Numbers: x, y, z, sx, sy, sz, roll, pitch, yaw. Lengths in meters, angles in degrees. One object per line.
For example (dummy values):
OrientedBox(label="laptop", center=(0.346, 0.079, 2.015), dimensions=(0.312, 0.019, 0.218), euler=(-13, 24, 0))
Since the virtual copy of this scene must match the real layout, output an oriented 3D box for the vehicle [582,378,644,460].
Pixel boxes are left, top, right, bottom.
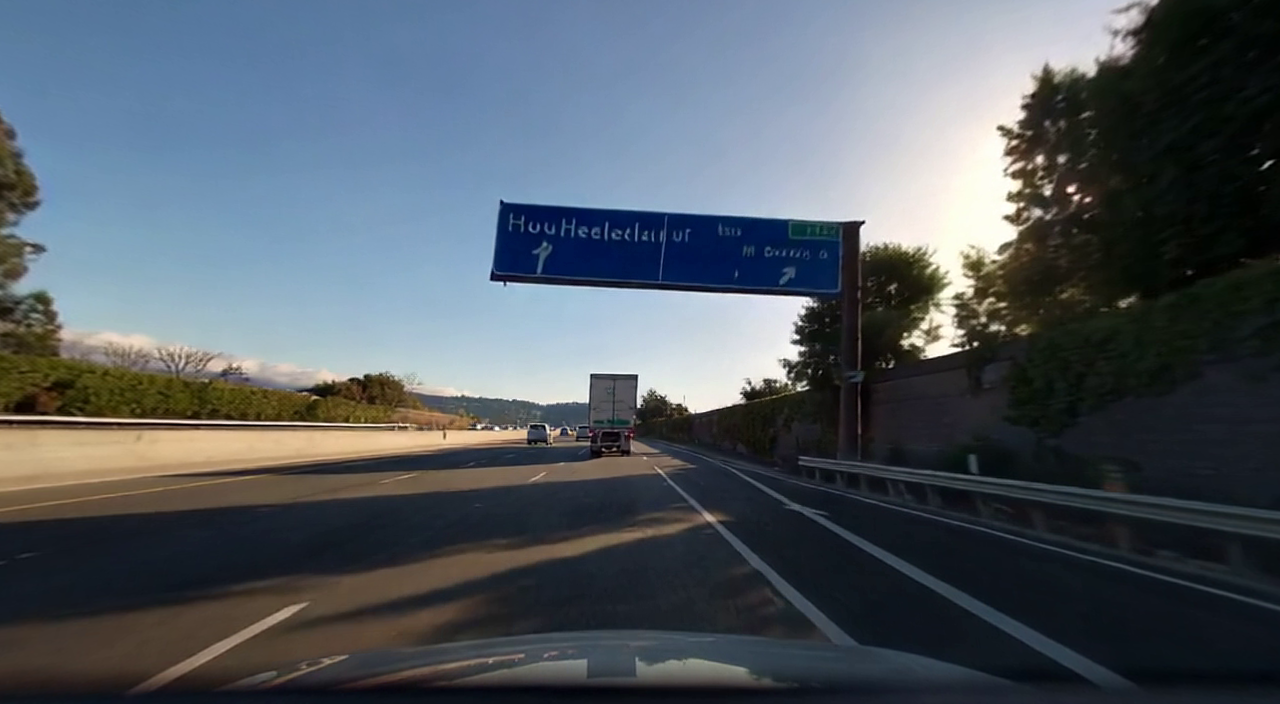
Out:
OrientedBox(label="vehicle", center=(-1.610, 4.096, 37.006), dimensions=(3.002, 3.987, 12.477), euler=(0, -8, -3))
